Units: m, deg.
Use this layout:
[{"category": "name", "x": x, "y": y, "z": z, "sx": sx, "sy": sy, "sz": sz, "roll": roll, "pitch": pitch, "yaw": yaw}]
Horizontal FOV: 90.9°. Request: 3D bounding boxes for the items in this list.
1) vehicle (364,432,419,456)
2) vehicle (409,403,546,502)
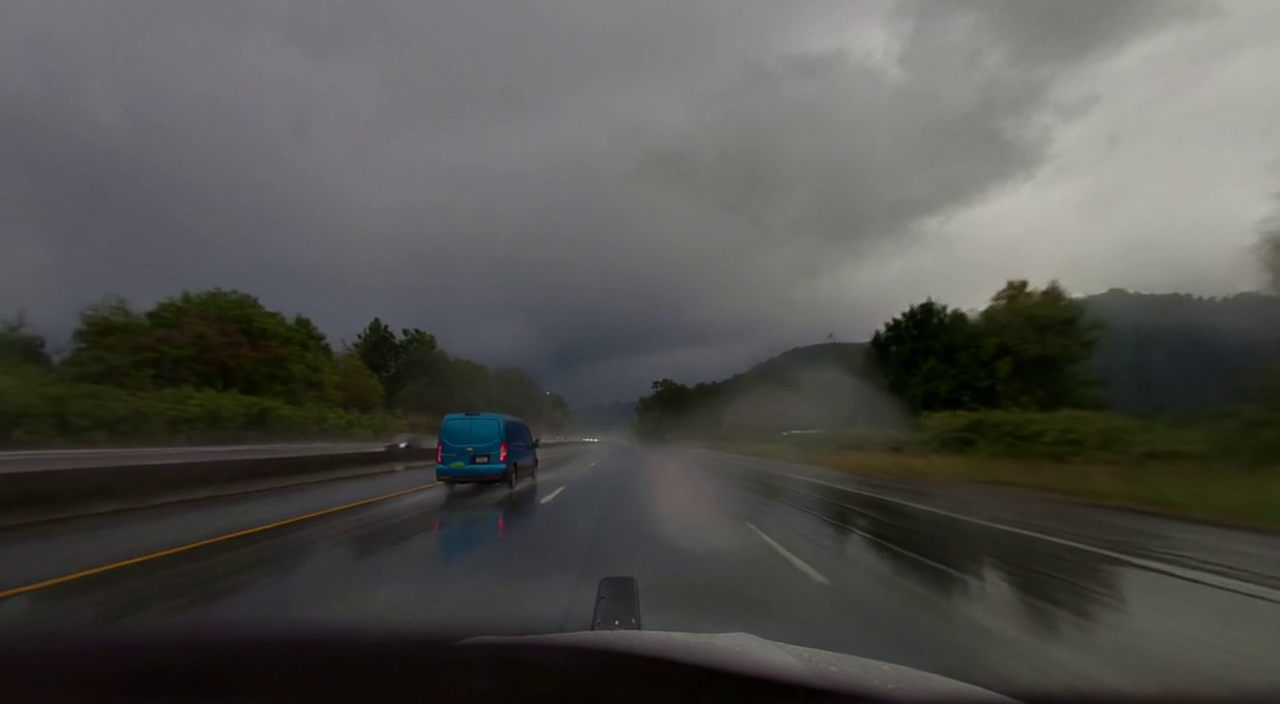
[{"category": "vehicle", "x": -16.353, "y": 6.066, "z": 41.673, "sx": 1.795, "sy": 1.476, "sz": 4.616, "roll": 1, "pitch": -8, "yaw": -1}, {"category": "vehicle", "x": -3.681, "y": 2.381, "z": 15.341, "sx": 2.297, "sy": 2.011, "sz": 4.736, "roll": 0, "pitch": -8, "yaw": -3}]
